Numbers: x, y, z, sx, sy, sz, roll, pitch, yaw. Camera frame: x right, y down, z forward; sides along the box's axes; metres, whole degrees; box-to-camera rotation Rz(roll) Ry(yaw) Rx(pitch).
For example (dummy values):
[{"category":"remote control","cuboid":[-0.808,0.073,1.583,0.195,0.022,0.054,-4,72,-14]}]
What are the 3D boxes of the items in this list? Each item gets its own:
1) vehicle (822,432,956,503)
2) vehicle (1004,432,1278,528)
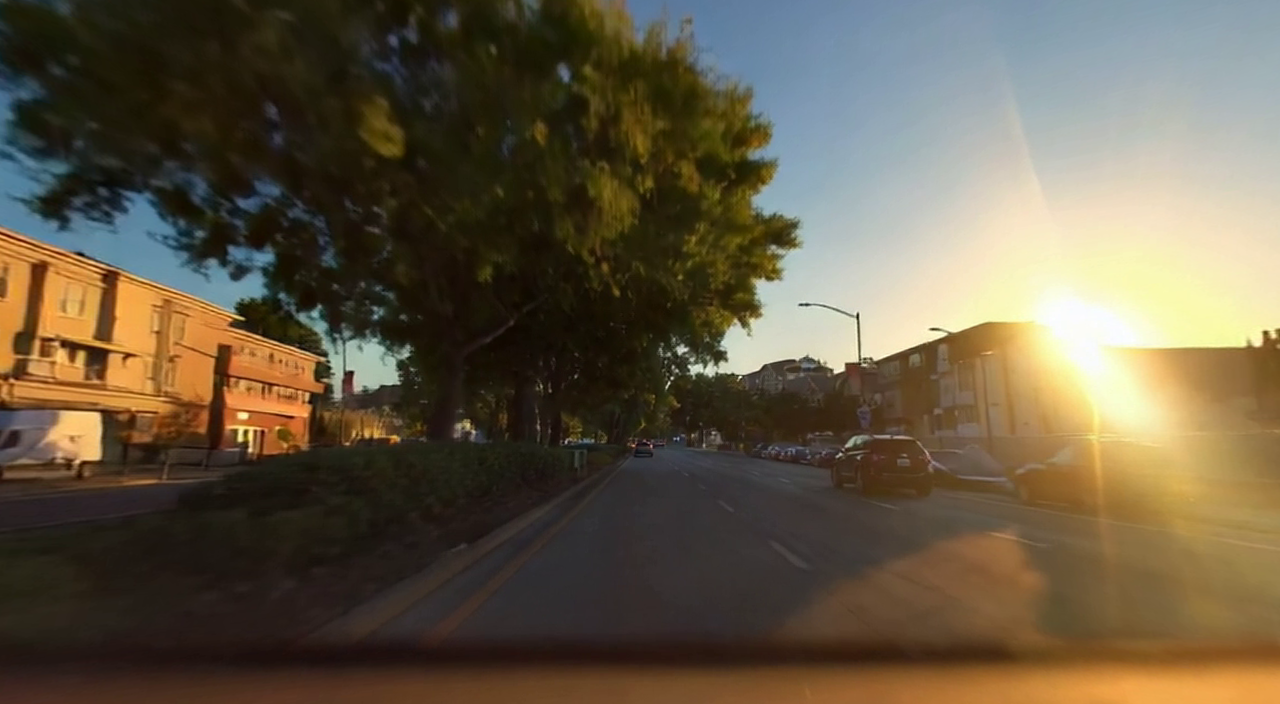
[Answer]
[{"category":"vehicle","cuboid":[6.492,3.038,16.963,2.072,1.669,3.836,0,-8,1]},{"category":"vehicle","cuboid":[10.687,2.719,14.129,2.244,1.754,4.791,0,-8,1]}]
